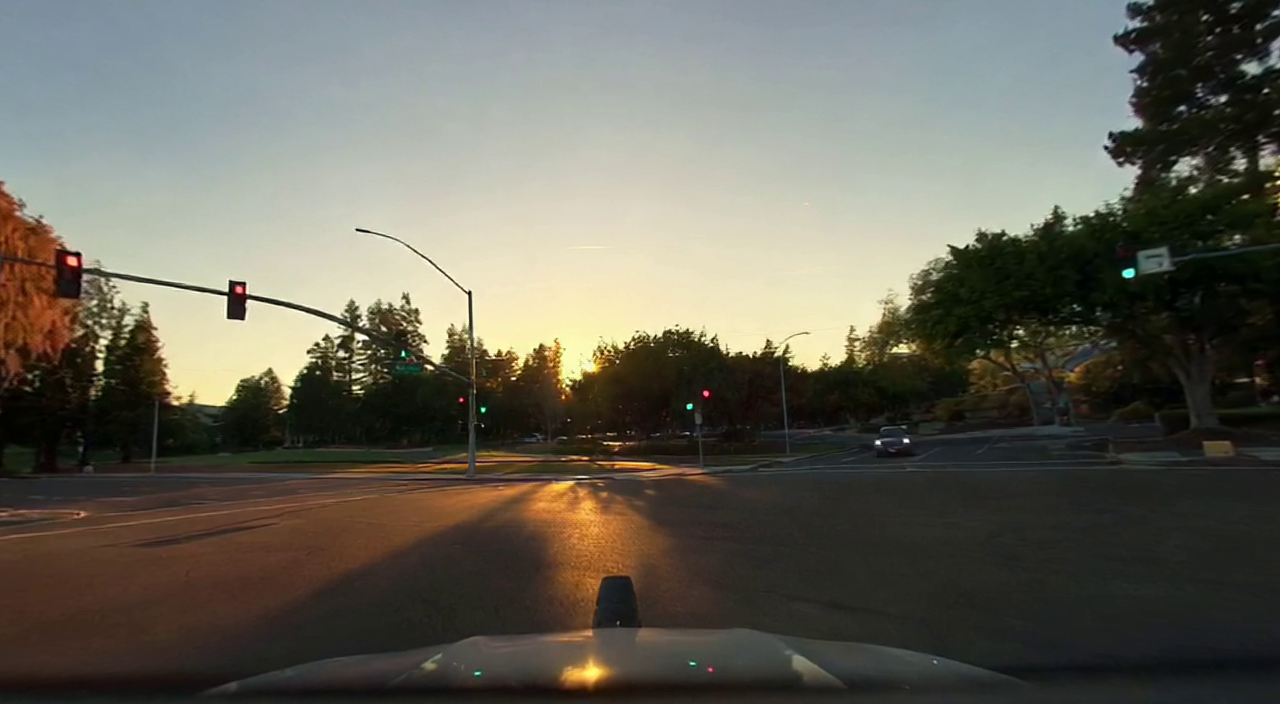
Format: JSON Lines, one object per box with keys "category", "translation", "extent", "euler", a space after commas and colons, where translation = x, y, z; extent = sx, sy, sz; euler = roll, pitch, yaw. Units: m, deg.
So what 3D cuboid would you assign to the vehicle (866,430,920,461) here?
{"category": "vehicle", "translation": [14.266, 5.264, 35.487], "extent": [1.997, 1.577, 4.719], "euler": [-5, -10, 31]}
